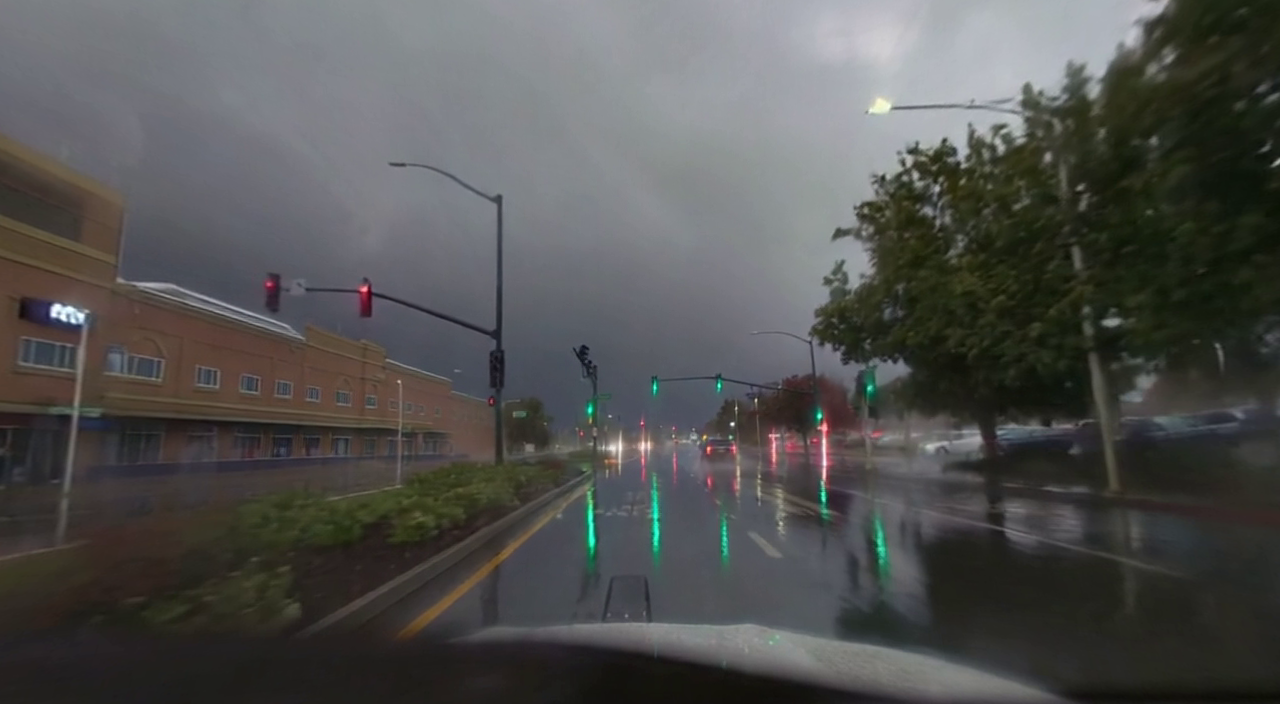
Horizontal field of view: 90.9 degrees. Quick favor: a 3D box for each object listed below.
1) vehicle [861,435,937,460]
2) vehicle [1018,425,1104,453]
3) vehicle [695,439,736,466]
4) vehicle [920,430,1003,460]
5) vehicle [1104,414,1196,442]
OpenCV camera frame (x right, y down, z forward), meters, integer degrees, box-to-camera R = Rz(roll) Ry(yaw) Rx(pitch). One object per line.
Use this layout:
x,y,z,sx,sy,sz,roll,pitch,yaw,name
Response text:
18.311,6.759,44.748,4.491,1.702,2.094,-1,-8,4,vehicle
27.608,5.704,41.378,4.280,1.734,1.964,0,-8,-6,vehicle
4.575,6.141,38.652,2.038,1.528,4.259,0,-8,1,vehicle
21.022,6.089,41.319,4.341,1.845,1.984,0,-8,0,vehicle
36.405,5.420,45.054,4.687,1.902,2.162,0,-8,-1,vehicle
